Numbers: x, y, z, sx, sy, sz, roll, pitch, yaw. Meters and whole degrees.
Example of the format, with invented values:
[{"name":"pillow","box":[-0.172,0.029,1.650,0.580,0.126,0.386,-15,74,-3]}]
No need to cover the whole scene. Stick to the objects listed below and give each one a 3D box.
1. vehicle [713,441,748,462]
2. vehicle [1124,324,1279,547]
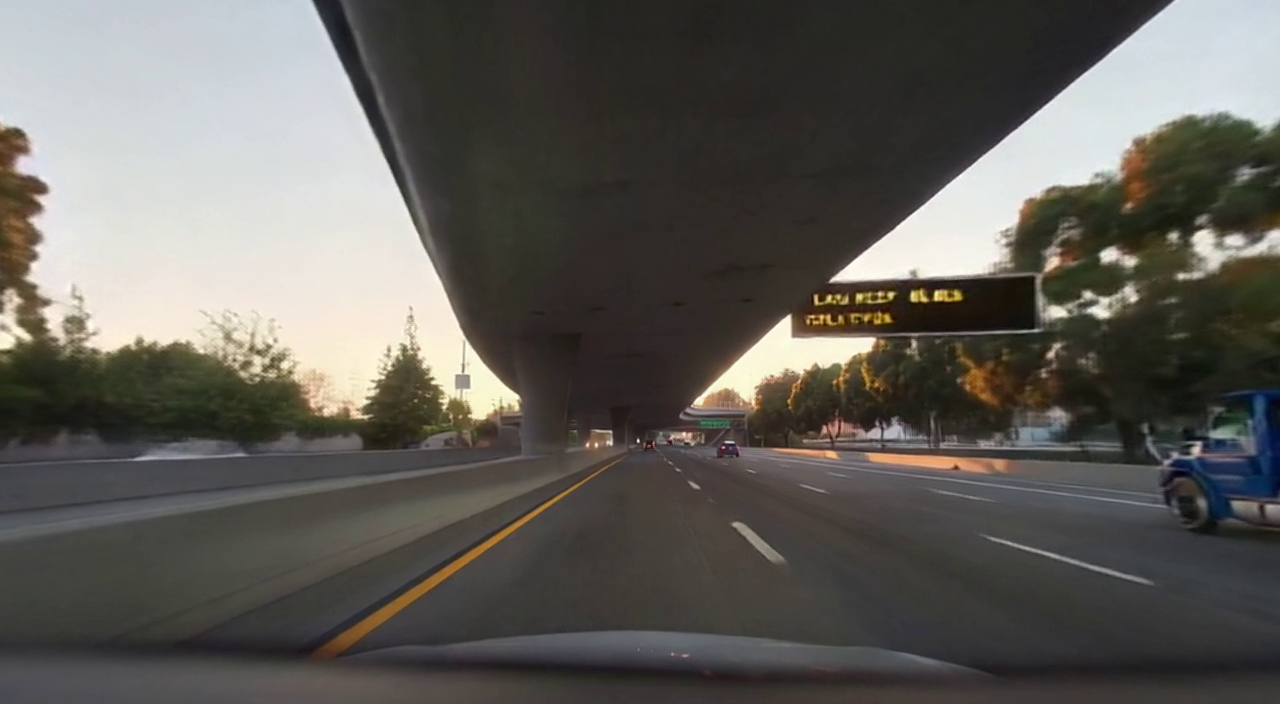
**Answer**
[{"name":"vehicle","box":[6.805,7.522,47.804,2.025,1.484,4.208,0,-8,0]},{"name":"vehicle","box":[10.790,0.813,6.471,2.960,3.207,10.950,0,-8,0]}]
